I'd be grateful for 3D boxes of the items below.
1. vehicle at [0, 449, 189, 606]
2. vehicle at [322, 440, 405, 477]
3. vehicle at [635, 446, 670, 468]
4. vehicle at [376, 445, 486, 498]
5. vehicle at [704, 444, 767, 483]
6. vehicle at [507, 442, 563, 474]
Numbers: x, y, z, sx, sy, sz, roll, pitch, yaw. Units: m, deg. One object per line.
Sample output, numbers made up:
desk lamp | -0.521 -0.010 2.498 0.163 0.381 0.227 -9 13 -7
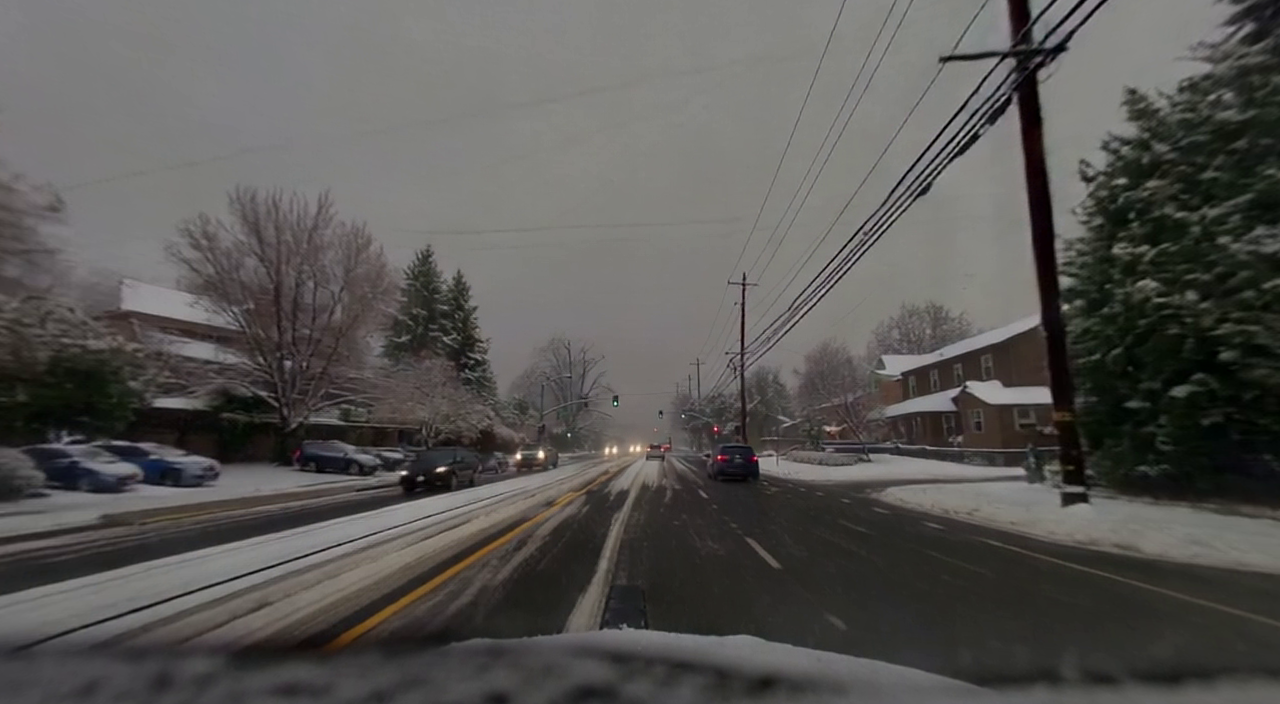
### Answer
vehicle | -7.112 1.689 6.074 2.168 1.439 4.457 0 -8 1
vehicle | -16.094 6.181 37.114 2.244 1.851 5.751 -2 -8 0
vehicle | 0.864 7.119 42.870 2.298 1.359 4.081 0 -8 1
vehicle | -6.848 3.941 21.258 1.997 1.566 4.637 0 -8 2
vehicle | 3.889 4.618 26.456 1.951 1.479 4.487 0 -8 0
vehicle | -6.307 6.444 38.529 2.303 1.789 5.423 -1 -8 2
